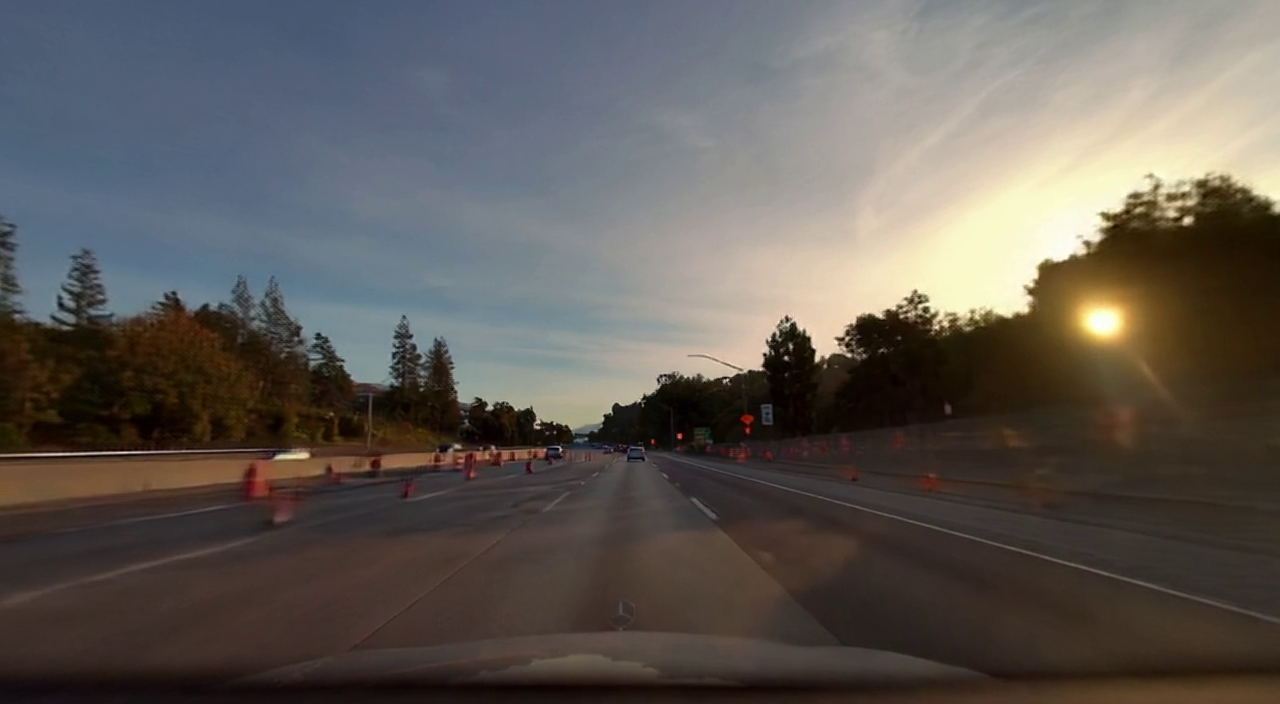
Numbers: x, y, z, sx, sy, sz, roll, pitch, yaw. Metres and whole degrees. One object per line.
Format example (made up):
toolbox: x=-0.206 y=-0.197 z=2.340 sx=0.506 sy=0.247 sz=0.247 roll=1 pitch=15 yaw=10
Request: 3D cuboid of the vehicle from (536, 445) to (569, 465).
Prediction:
vehicle: x=-6.866 y=8.135 z=49.966 sx=1.997 sy=1.507 sz=4.248 roll=0 pitch=-9 yaw=0

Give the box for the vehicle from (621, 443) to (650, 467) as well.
vehicle: x=-0.346 y=7.650 z=47.076 sx=2.109 sy=1.638 sz=3.856 roll=0 pitch=-9 yaw=0
